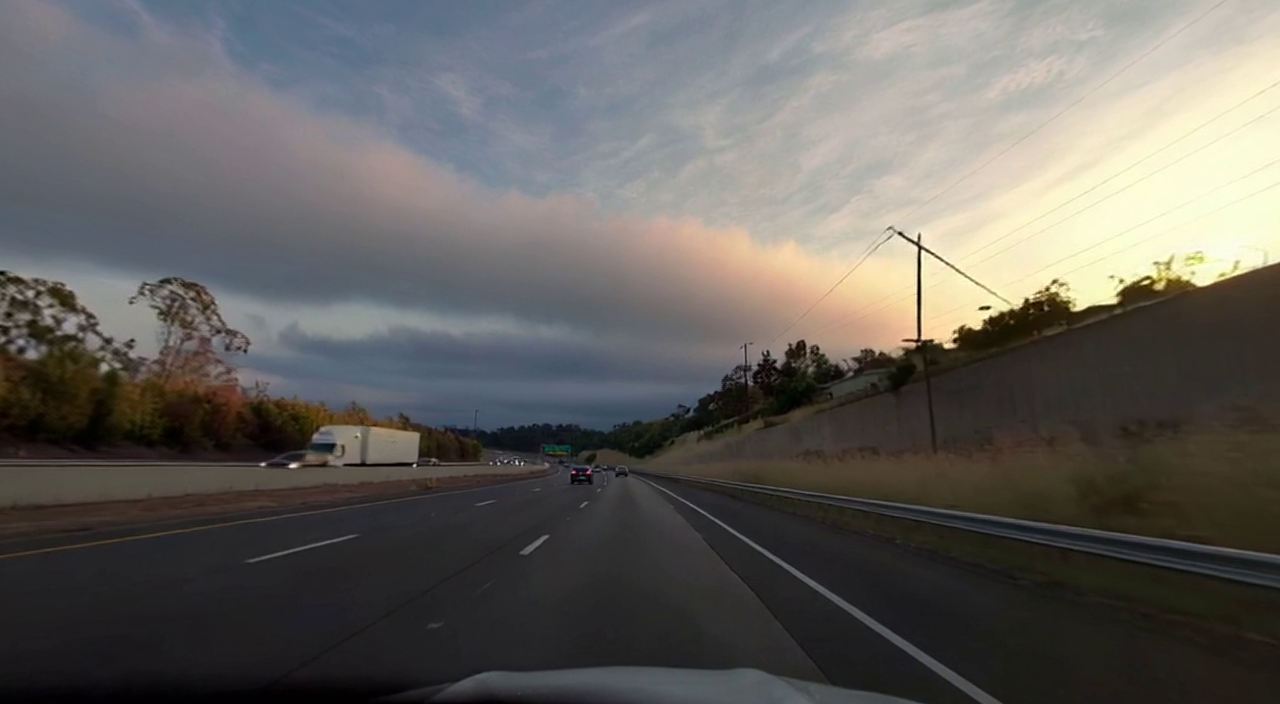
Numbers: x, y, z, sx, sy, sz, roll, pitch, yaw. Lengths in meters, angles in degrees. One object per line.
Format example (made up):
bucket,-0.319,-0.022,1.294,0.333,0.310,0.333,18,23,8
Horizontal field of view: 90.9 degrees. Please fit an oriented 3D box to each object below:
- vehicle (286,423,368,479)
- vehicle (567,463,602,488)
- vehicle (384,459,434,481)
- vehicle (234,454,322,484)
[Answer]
vehicle,-23.887,7.660,48.486,3.203,3.952,5.905,1,-10,-2
vehicle,-3.998,8.965,45.846,2.194,1.704,4.421,1,-10,-1
vehicle,-16.351,8.393,44.820,1.885,1.464,4.601,1,-10,-1
vehicle,-19.657,6.384,34.503,2.157,1.508,4.446,1,-10,-1
